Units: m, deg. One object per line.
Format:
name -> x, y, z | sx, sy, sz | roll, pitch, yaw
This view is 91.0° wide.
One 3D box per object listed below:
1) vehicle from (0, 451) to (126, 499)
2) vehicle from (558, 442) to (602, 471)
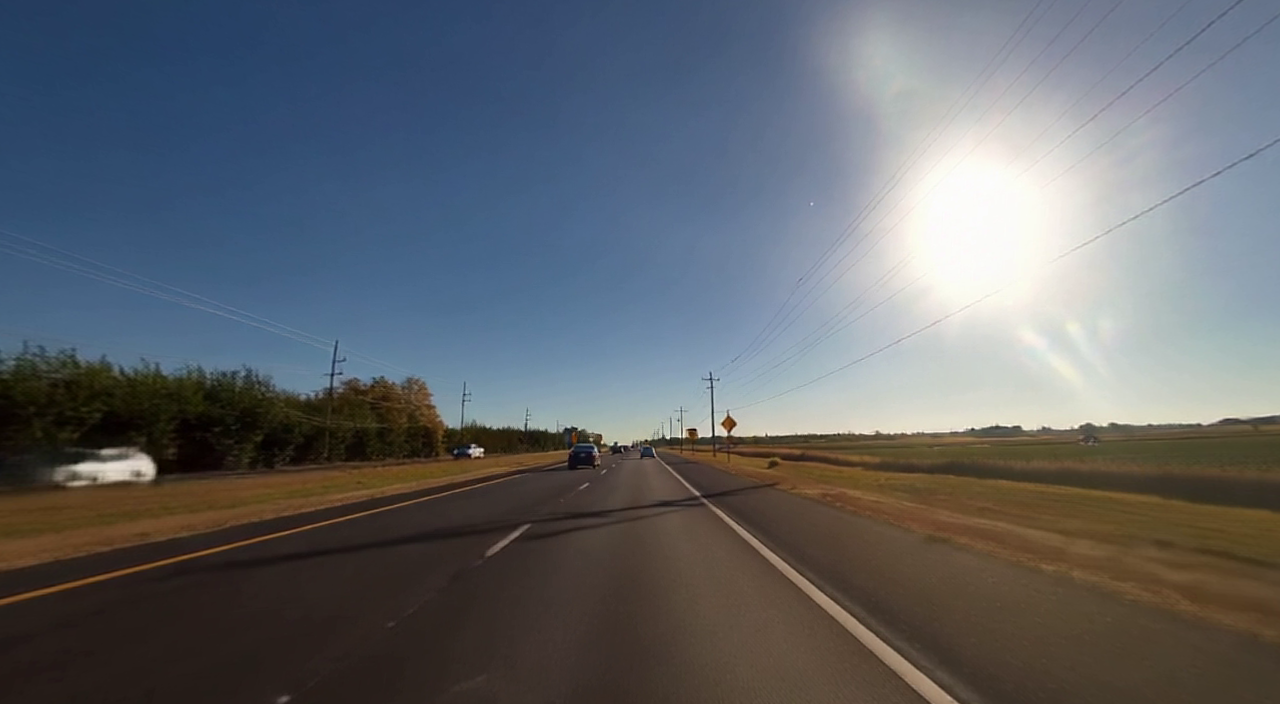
vehicle -> -21.246, 4.339, 22.613 | 1.820, 1.517, 4.376 | 0, -9, 0
vehicle -> -3.519, 6.276, 37.878 | 2.120, 1.597, 4.810 | 0, -9, 0
